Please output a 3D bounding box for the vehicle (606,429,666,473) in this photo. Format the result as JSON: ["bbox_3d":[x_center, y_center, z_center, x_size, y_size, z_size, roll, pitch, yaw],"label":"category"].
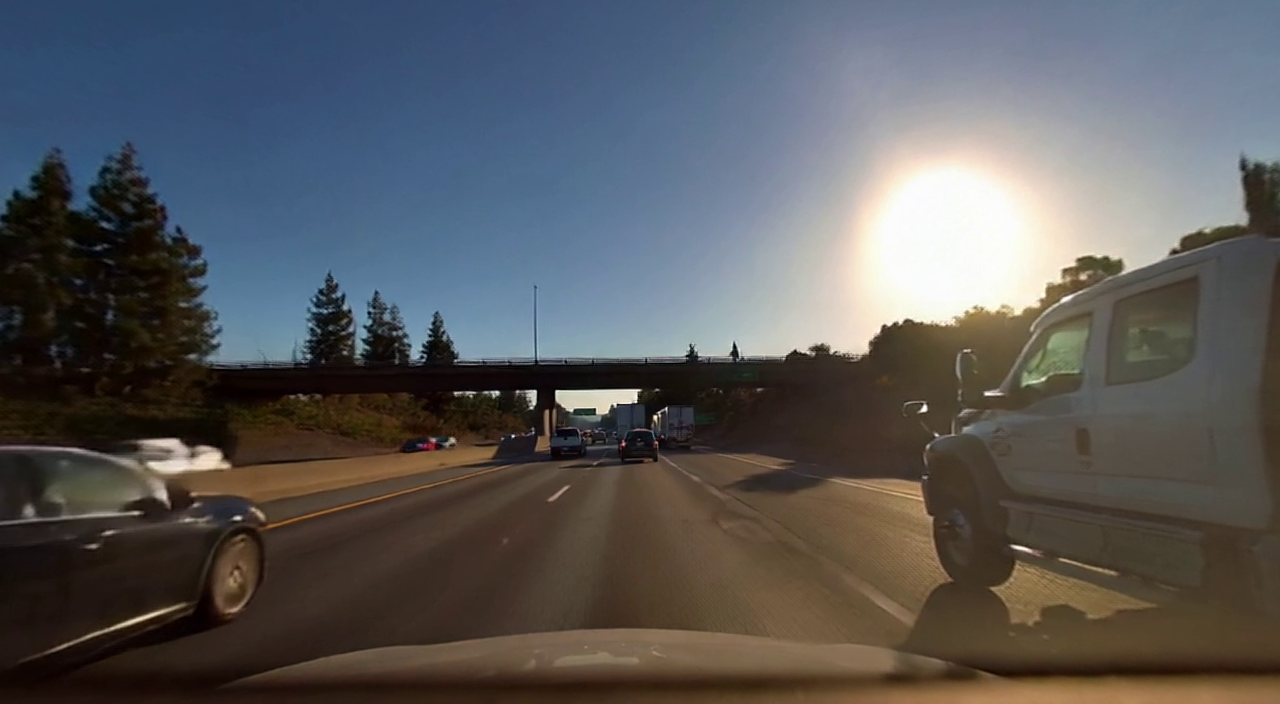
[{"bbox_3d":[-0.182,3.691,23.727,2.059,1.522,3.693,0,-8,-1],"label":"vehicle"}]

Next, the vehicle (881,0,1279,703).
[{"bbox_3d":[3.780,-0.086,2.018,2.783,3.483,7.836,0,-8,-1],"label":"vehicle"}]

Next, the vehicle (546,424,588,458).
[{"bbox_3d":[-4.426,5.471,38.883,2.013,1.961,4.692,0,-8,0],"label":"vehicle"}]

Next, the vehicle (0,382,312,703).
[{"bbox_3d":[-3.807,0.939,3.009,1.979,1.527,4.754,0,-8,-1],"label":"vehicle"}]
